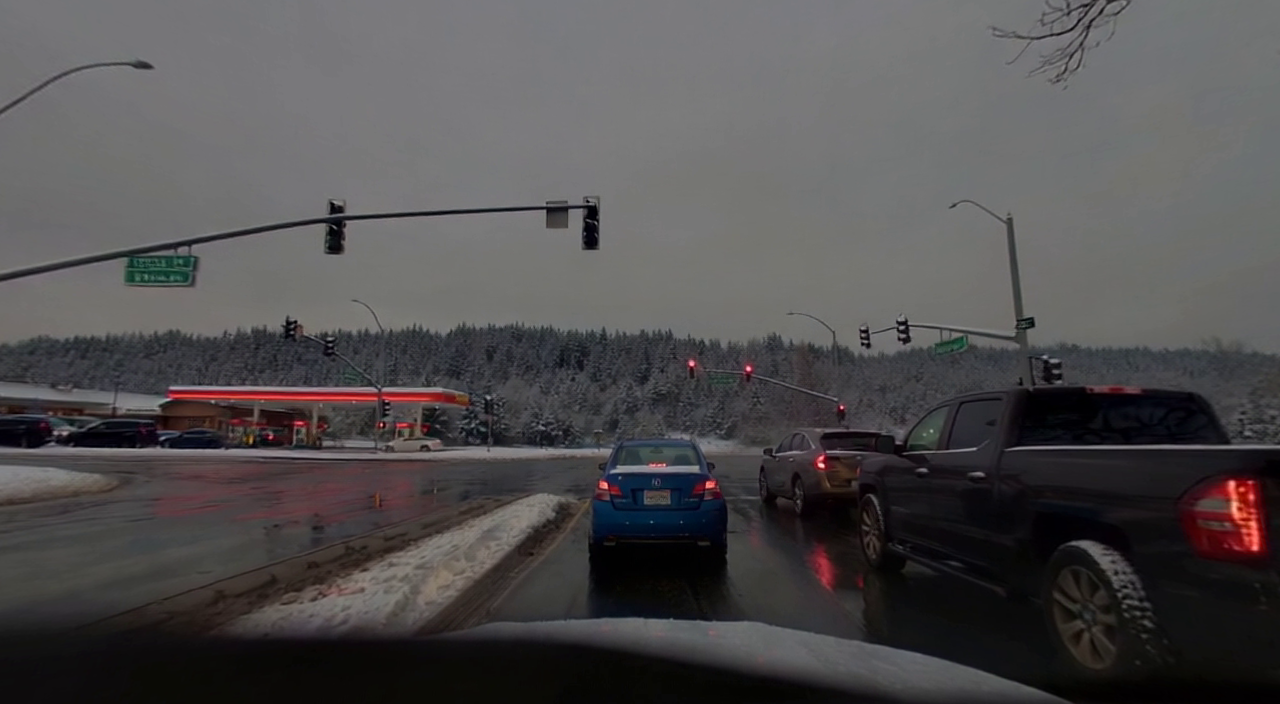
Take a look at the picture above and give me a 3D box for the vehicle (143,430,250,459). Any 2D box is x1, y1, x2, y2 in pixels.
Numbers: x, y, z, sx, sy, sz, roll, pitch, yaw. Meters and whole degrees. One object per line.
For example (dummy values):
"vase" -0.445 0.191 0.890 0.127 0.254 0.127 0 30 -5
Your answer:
"vehicle" -23.233 4.869 33.160 4.326 1.420 1.798 -1 -8 4

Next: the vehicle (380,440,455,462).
"vehicle" -15.760 6.980 44.766 4.528 1.460 1.963 7 -11 -40

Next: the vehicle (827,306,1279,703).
"vehicle" 3.536 1.150 4.918 2.277 1.871 6.143 0 -8 0

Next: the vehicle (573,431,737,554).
"vehicle" 0.191 2.028 9.784 2.027 1.494 3.824 0 -8 0

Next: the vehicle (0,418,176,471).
"vehicle" -19.221 3.200 21.819 4.742 1.720 2.107 -1 -8 6
